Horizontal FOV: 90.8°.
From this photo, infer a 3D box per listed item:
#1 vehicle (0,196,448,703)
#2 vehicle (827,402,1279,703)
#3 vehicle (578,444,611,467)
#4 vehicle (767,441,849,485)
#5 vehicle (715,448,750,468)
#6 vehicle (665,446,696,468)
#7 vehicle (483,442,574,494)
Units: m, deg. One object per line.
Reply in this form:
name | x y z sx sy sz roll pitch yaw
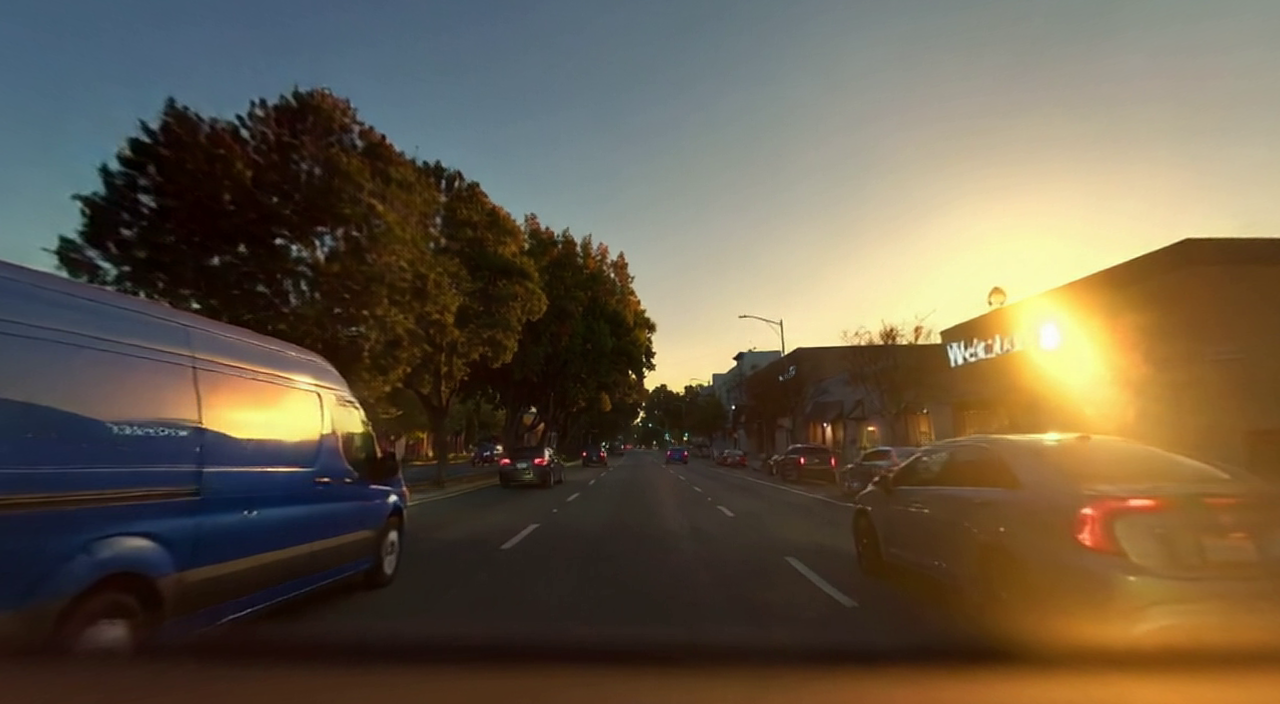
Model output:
vehicle | -3.423 0.842 4.096 2.490 2.153 5.594 0 -9 1
vehicle | 3.227 1.301 4.951 2.021 1.491 4.563 0 -9 -1
vehicle | -3.453 8.001 48.903 2.145 1.694 4.642 0 -9 1
vehicle | 6.671 4.453 25.567 1.983 1.618 4.108 0 -9 -4
vehicle | 6.791 7.791 46.670 1.896 1.442 4.305 0 -9 -1
vehicle | 2.882 7.576 45.841 1.961 1.482 4.538 0 -9 -1
vehicle | -3.458 3.682 20.430 2.060 1.466 4.387 0 -9 1
